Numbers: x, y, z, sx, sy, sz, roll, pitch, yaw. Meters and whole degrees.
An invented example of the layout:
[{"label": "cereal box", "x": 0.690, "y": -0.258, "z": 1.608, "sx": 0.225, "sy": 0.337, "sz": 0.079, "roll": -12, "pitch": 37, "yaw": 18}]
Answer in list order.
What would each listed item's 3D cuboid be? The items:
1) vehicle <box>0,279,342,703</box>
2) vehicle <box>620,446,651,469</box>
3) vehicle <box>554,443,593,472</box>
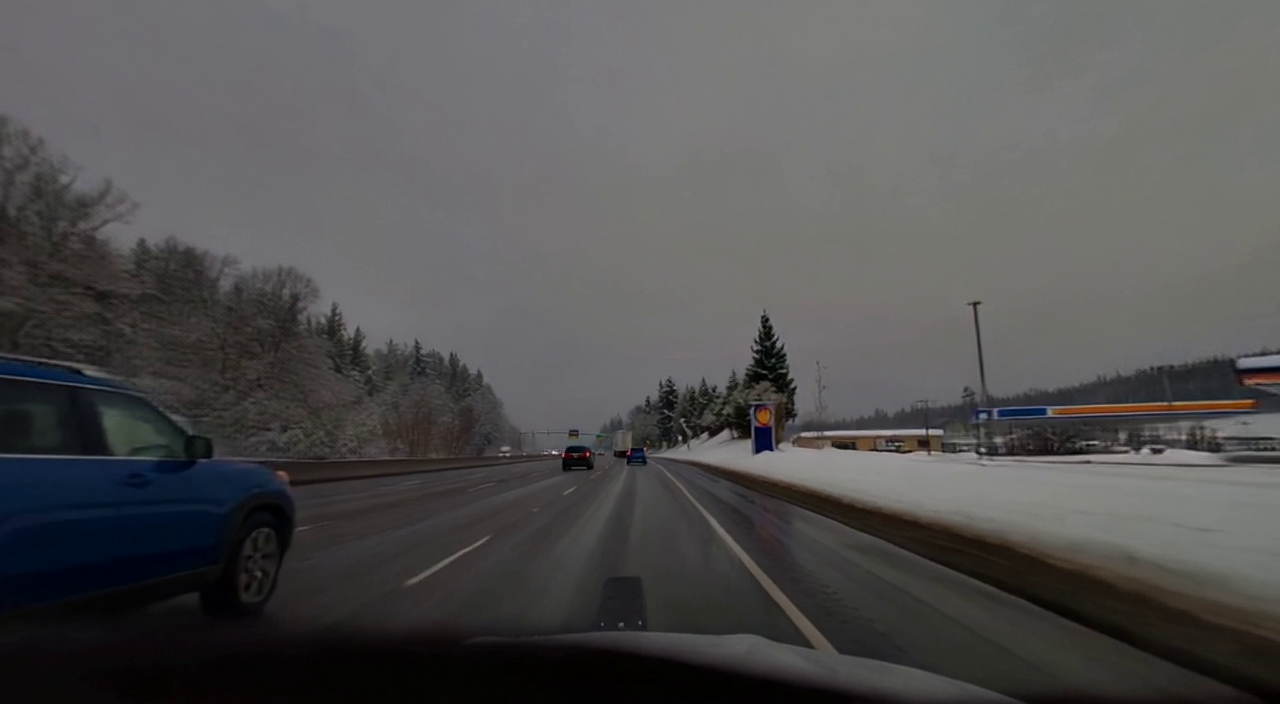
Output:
[{"label": "vehicle", "x": -4.139, "y": 0.706, "z": 2.580, "sx": 2.694, "sy": 2.081, "sz": 6.099, "roll": 0, "pitch": -8, "yaw": 2}, {"label": "vehicle", "x": -0.361, "y": 7.401, "z": 44.412, "sx": 1.982, "sy": 1.524, "sz": 3.800, "roll": 0, "pitch": -8, "yaw": -2}, {"label": "vehicle", "x": -4.667, "y": 7.501, "z": 45.051, "sx": 2.273, "sy": 1.884, "sz": 4.515, "roll": 0, "pitch": -8, "yaw": 0}]
